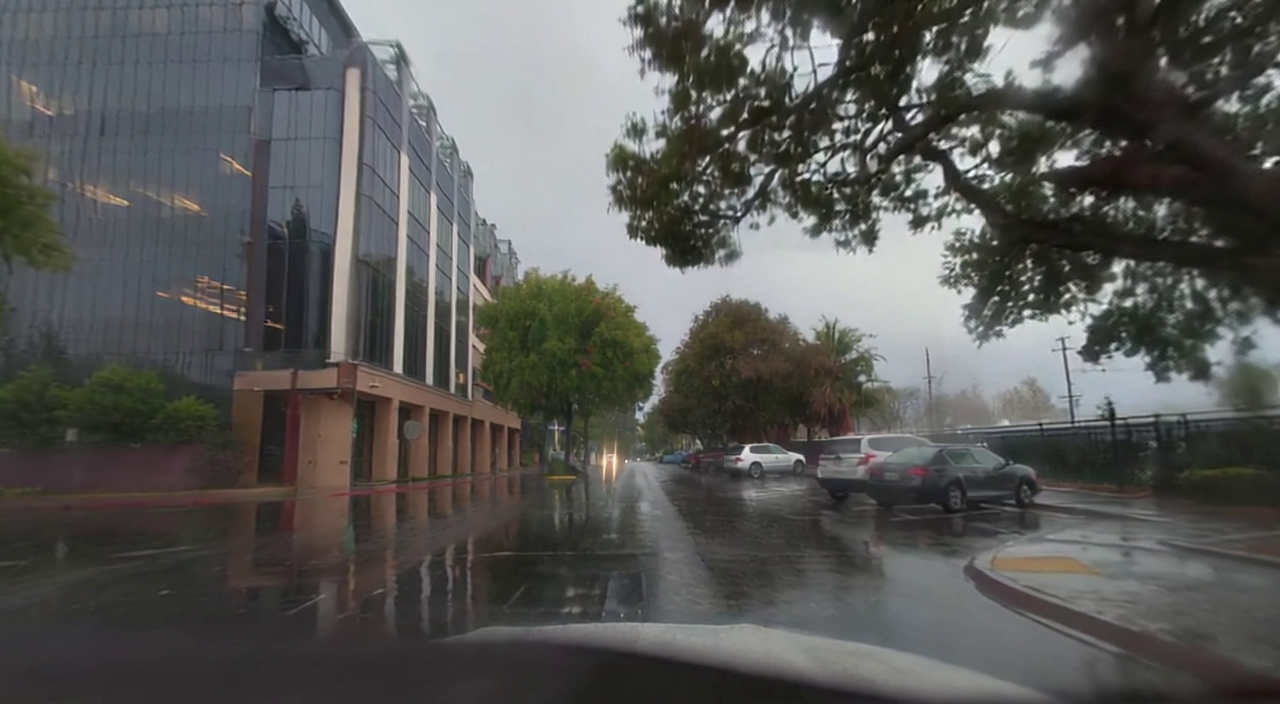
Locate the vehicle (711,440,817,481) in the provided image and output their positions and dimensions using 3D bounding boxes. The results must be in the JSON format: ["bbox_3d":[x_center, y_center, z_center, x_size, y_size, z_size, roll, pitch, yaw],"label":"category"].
[{"bbox_3d":[6.509,5.640,33.027,5.061,1.829,2.274,2,-9,-29],"label":"vehicle"}]

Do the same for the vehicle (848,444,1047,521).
[{"bbox_3d":[7.050,2.863,14.396,4.402,1.474,1.957,6,-10,-32],"label":"vehicle"}]
